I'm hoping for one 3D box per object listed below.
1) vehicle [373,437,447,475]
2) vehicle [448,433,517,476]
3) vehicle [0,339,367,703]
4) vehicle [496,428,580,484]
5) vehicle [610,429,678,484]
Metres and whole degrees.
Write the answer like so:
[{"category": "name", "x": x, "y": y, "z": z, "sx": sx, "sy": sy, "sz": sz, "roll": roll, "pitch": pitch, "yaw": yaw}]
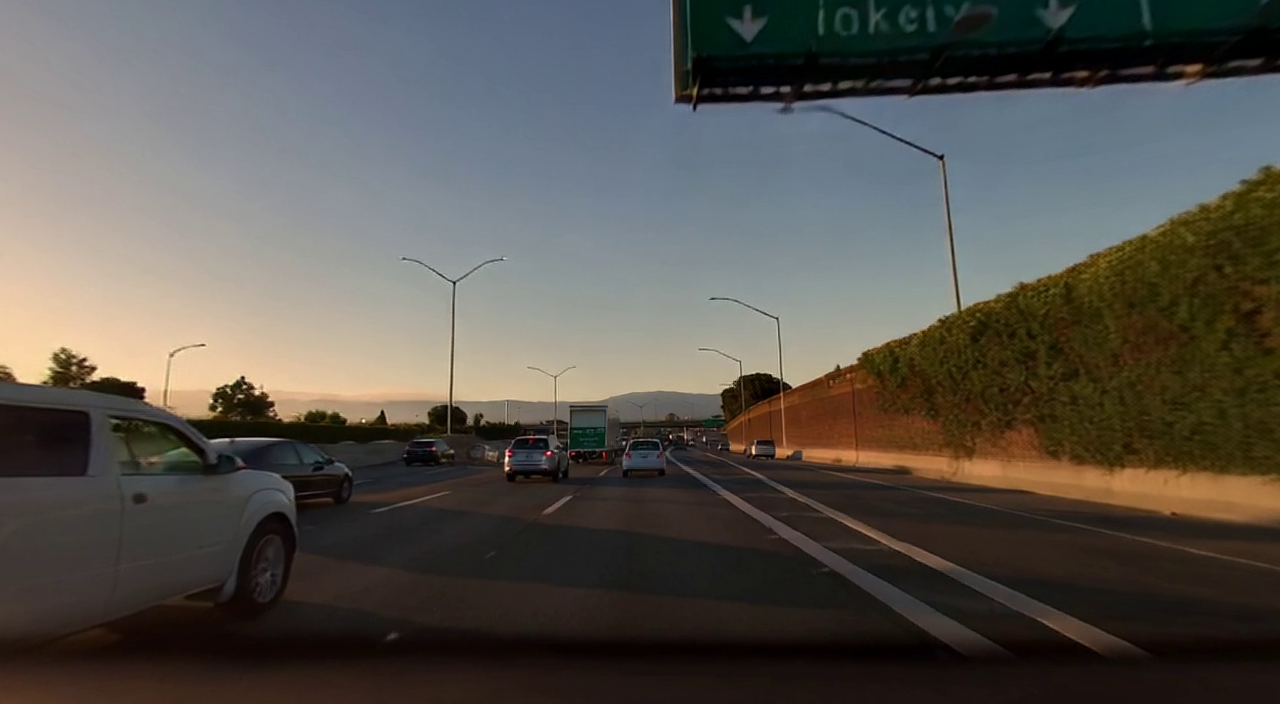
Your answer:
[{"category": "vehicle", "x": -10.894, "y": 4.958, "z": 30.229, "sx": 1.894, "sy": 1.669, "sz": 4.251, "roll": 0, "pitch": -8, "yaw": 0}, {"category": "vehicle", "x": -7.005, "y": 4.623, "z": 28.566, "sx": 1.998, "sy": 1.770, "sz": 4.222, "roll": 0, "pitch": -8, "yaw": 0}, {"category": "vehicle", "x": -3.472, "y": 0.944, "z": 3.197, "sx": 2.209, "sy": 1.711, "sz": 4.296, "roll": 0, "pitch": -8, "yaw": 0}, {"category": "vehicle", "x": -3.517, "y": 3.695, "z": 22.654, "sx": 2.125, "sy": 1.792, "sz": 4.466, "roll": 0, "pitch": -8, "yaw": 2}, {"category": "vehicle", "x": 0.141, "y": 3.619, "z": 22.030, "sx": 2.180, "sy": 1.716, "sz": 3.920, "roll": 0, "pitch": -8, "yaw": 0}]
